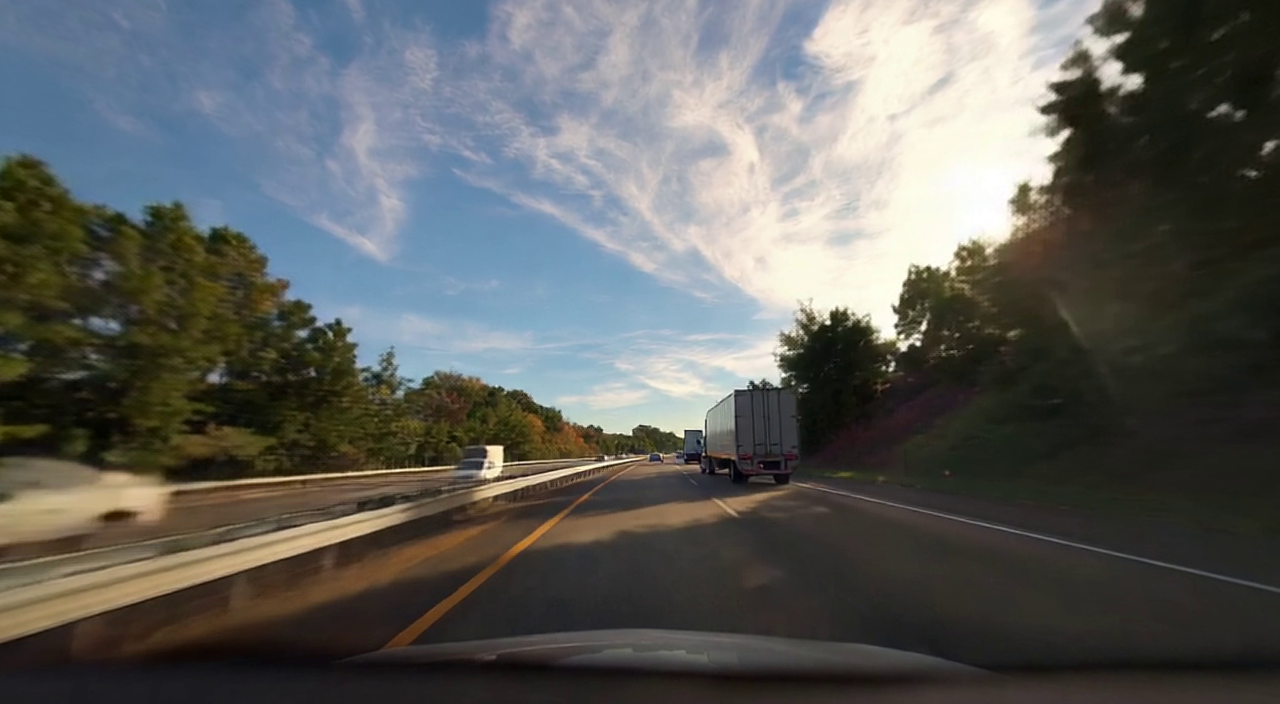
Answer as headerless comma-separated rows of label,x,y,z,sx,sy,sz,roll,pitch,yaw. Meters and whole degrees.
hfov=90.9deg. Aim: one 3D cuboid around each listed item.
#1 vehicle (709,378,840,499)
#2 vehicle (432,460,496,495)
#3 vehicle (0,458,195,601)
vehicle,4.626,3.460,24.619,2.866,3.558,11.674,0,-9,2
vehicle,-8.565,6.110,31.032,1.923,1.516,4.159,0,-9,1
vehicle,-8.646,2.320,8.687,2.086,1.633,3.917,0,-9,1
